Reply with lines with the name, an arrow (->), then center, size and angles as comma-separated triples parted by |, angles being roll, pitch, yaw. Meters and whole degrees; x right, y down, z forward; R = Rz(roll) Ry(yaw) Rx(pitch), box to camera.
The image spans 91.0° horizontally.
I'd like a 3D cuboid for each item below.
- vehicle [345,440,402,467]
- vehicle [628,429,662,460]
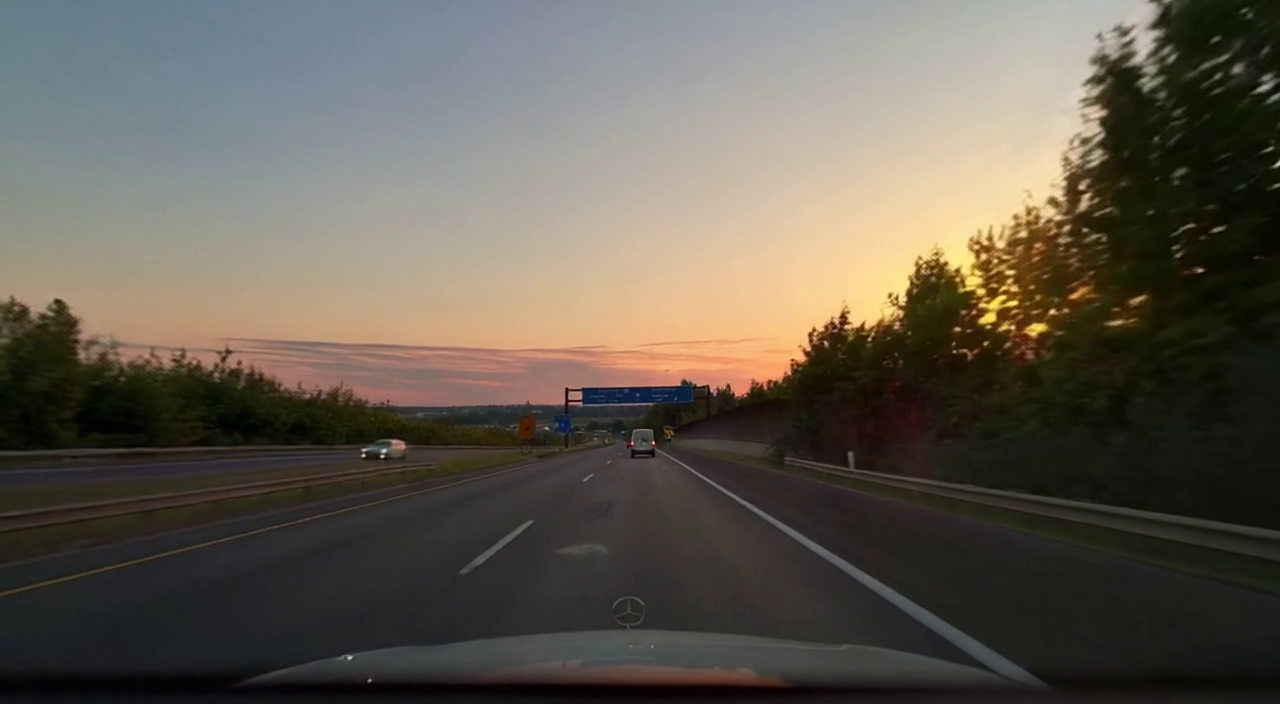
vehicle -> -15.543, 5.914, 36.904 | 1.773, 1.441, 3.706 | 1, -8, -2
vehicle -> 0.370, 6.634, 45.133 | 2.277, 2.109, 4.922 | 1, -8, 0
